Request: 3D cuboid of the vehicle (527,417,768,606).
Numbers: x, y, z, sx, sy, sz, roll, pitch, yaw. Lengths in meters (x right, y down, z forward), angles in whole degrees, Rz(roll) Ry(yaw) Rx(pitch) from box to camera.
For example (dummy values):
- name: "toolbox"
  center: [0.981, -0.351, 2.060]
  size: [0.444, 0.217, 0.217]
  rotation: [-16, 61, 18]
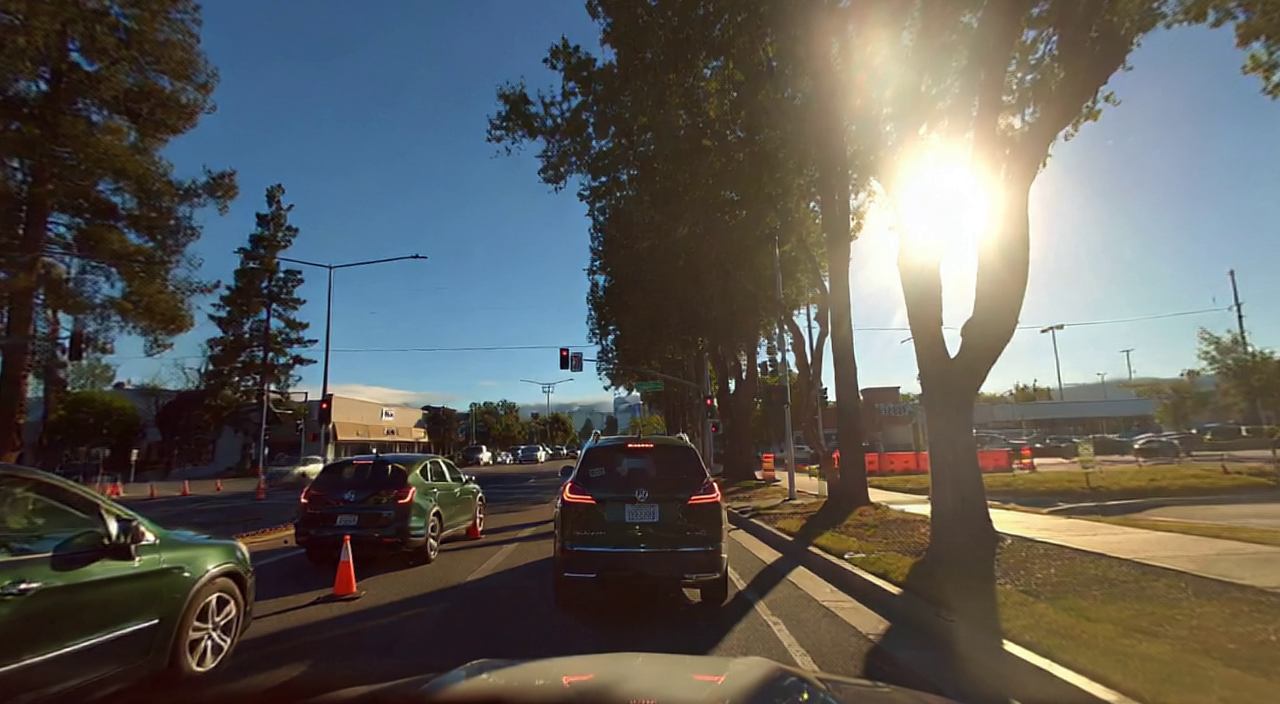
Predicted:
- name: "vehicle"
  center: [0.113, 1.623, 7.213]
  size: [2.021, 1.560, 3.676]
  rotation: [0, -9, 1]

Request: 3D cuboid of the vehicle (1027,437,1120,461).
- name: "vehicle"
  center: [28.014, 6.268, 40.791]
  size: [4.579, 1.480, 1.819]
  rotation: [0, -9, 2]

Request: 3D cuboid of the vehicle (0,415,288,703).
- name: "vehicle"
  center: [-3.593, 0.942, 2.148]
  size: [1.964, 1.497, 4.722]
  rotation: [0, -9, 1]

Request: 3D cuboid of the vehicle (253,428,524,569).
- name: "vehicle"
  center: [-3.271, 1.999, 9.449]
  size: [1.989, 1.541, 4.626]
  rotation: [0, -9, 2]
